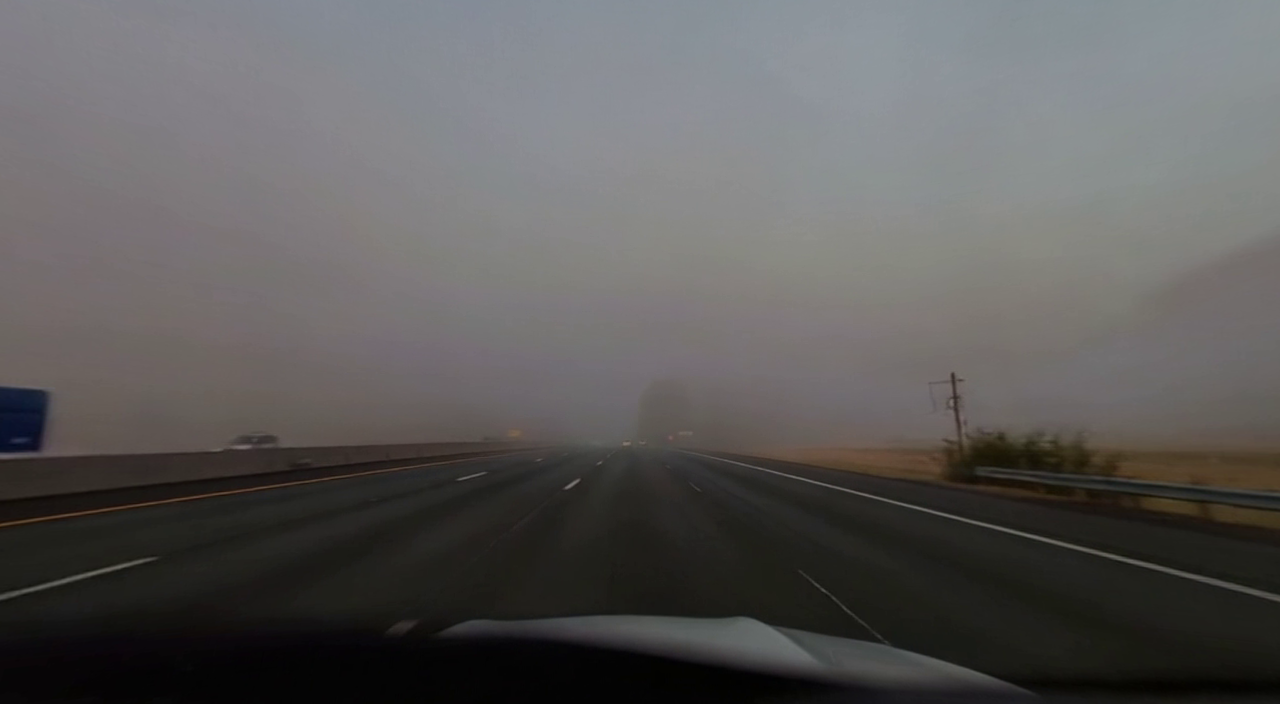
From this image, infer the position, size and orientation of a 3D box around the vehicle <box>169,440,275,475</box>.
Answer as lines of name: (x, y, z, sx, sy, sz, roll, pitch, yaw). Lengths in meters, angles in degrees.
vehicle: (-19.966, 5.005, 30.315, 2.008, 1.529, 4.678, 0, -8, -2)
